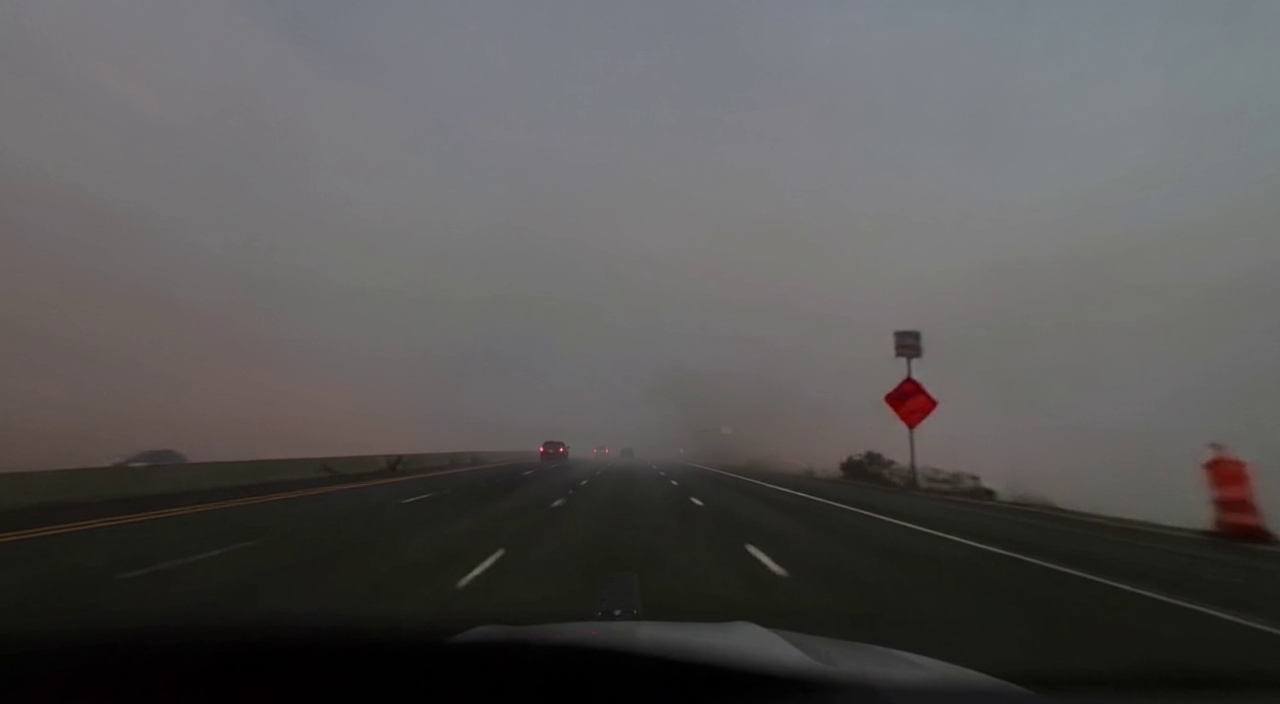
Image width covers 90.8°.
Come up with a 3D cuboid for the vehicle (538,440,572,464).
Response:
[{"bbox_3d":[-6.554,7.740,49.069,2.036,1.758,4.529,0,-9,0],"label":"vehicle"}]

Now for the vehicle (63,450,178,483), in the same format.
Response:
[{"bbox_3d":[-24.018,5.272,29.453,1.692,1.416,4.335,0,-9,0],"label":"vehicle"}]
